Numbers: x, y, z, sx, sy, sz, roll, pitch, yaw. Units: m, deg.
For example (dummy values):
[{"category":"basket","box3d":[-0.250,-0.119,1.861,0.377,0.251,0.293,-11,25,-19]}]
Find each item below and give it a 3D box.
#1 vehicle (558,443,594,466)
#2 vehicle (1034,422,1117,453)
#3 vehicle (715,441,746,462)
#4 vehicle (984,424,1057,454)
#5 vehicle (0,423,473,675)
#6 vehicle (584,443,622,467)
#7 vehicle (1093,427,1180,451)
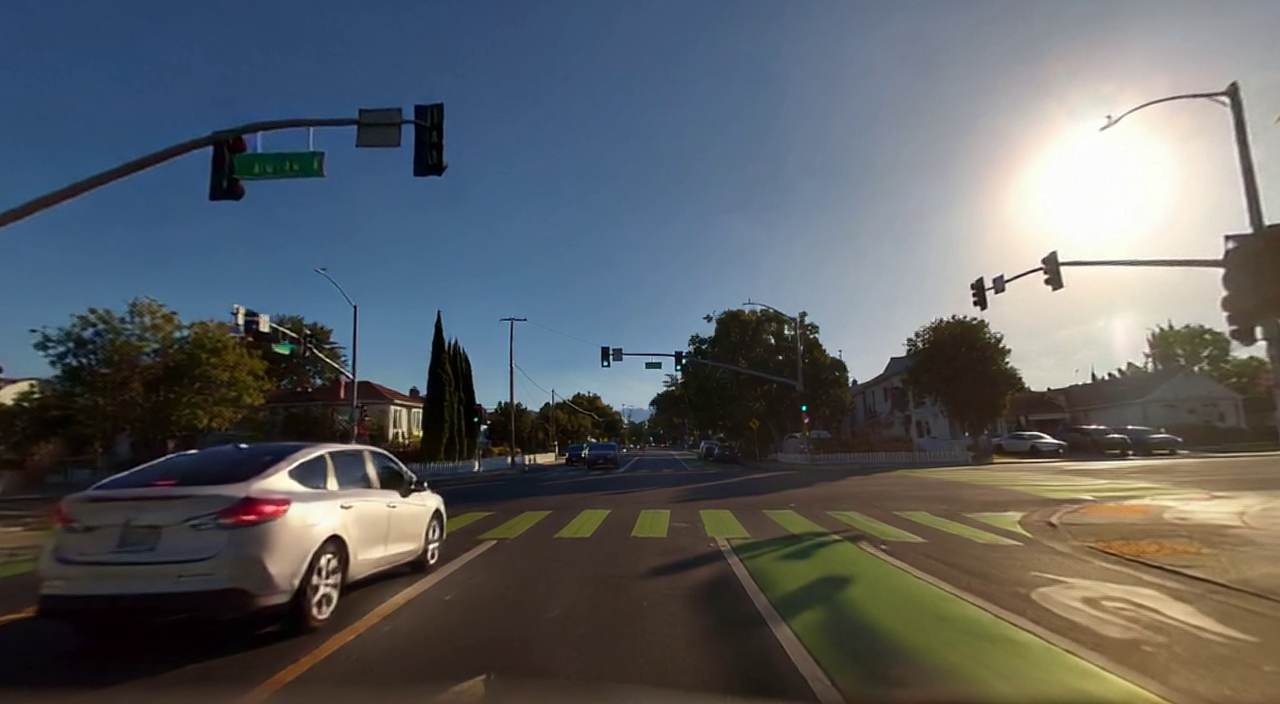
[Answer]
[{"category":"vehicle","box3d":[-4.799,7.728,47.583,1.982,1.686,4.195,-1,-9,4]},{"category":"vehicle","box3d":[26.965,5.354,39.176,2.033,1.821,4.542,0,-9,2]},{"category":"vehicle","box3d":[6.935,7.653,48.488,1.891,1.584,3.802,0,-9,2]},{"category":"vehicle","box3d":[23.803,5.519,39.574,1.964,1.759,4.583,-1,-9,4]},{"category":"vehicle","box3d":[-3.328,1.546,6.232,1.904,1.489,4.746,0,-9,2]},{"category":"vehicle","box3d":[-2.325,6.659,40.804,1.982,1.472,4.103,-1,-9,3]},{"category":"vehicle","box3d":[30.779,5.455,39.196,1.837,1.396,4.695,-1,-9,4]}]
